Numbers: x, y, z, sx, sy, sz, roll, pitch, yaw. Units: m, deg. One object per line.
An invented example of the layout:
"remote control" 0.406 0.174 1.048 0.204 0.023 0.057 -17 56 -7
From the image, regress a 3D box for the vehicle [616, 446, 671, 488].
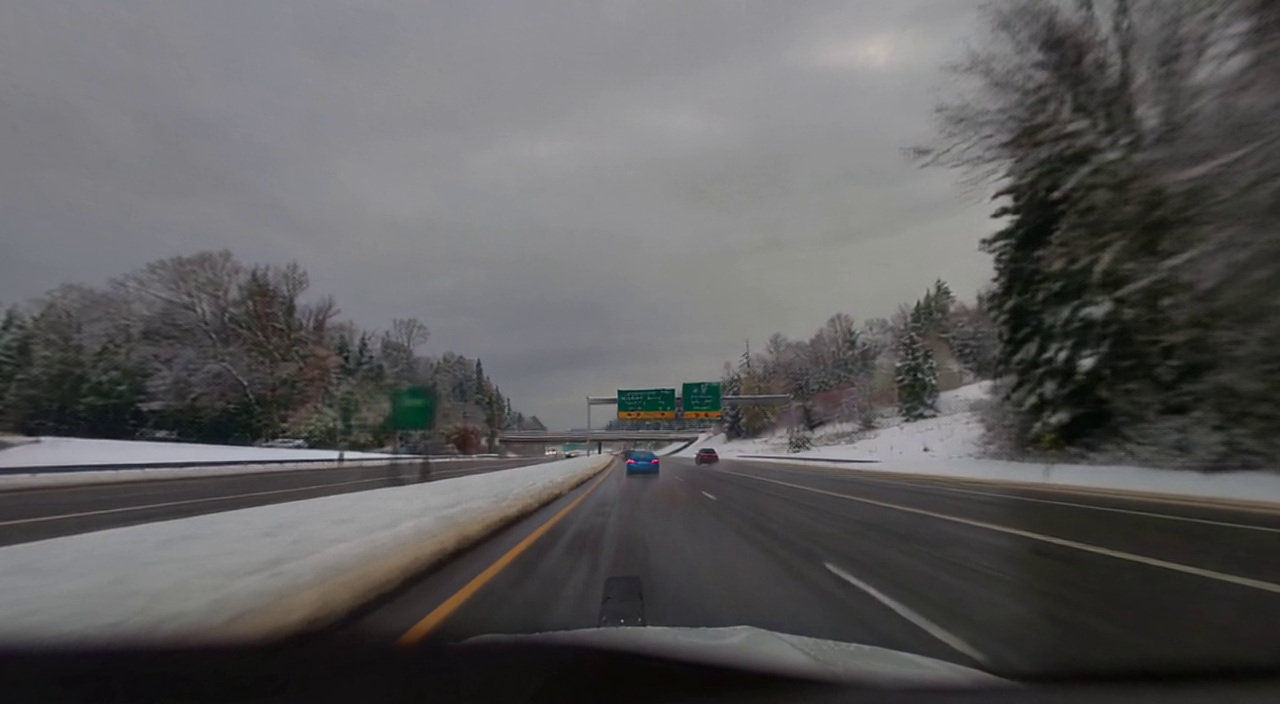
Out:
"vehicle" 0.089 4.602 25.581 2.069 1.523 4.012 0 -9 -1
